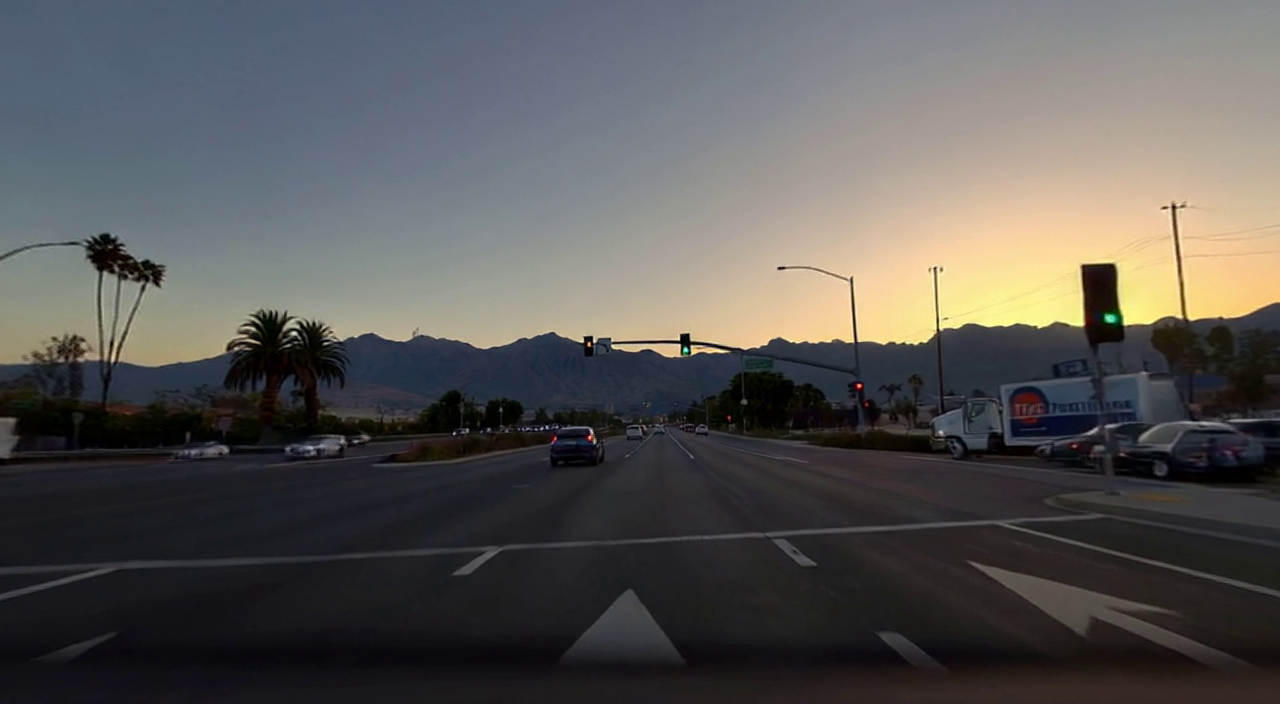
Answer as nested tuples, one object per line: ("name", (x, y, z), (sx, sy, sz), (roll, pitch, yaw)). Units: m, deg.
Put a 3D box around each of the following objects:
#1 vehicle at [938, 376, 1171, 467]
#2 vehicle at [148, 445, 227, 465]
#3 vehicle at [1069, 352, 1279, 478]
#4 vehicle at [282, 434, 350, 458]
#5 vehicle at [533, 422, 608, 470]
("vehicle", (16.630, 2.936, 25.893), (7.088, 3.414, 3.237), (-2, -9, 12))
("vehicle", (-35.820, 8.179, 49.886), (1.874, 1.505, 4.935), (-2, -9, 14))
("vehicle", (18.334, 2.169, 20.945), (5.512, 3.865, 3.002), (-1, -9, 3))
("vehicle", (-22.372, 6.519, 43.553), (2.060, 1.537, 4.524), (-1, -9, 4))
("vehicle", (-2.631, 3.747, 25.082), (2.287, 1.712, 4.537), (0, -9, 3))
